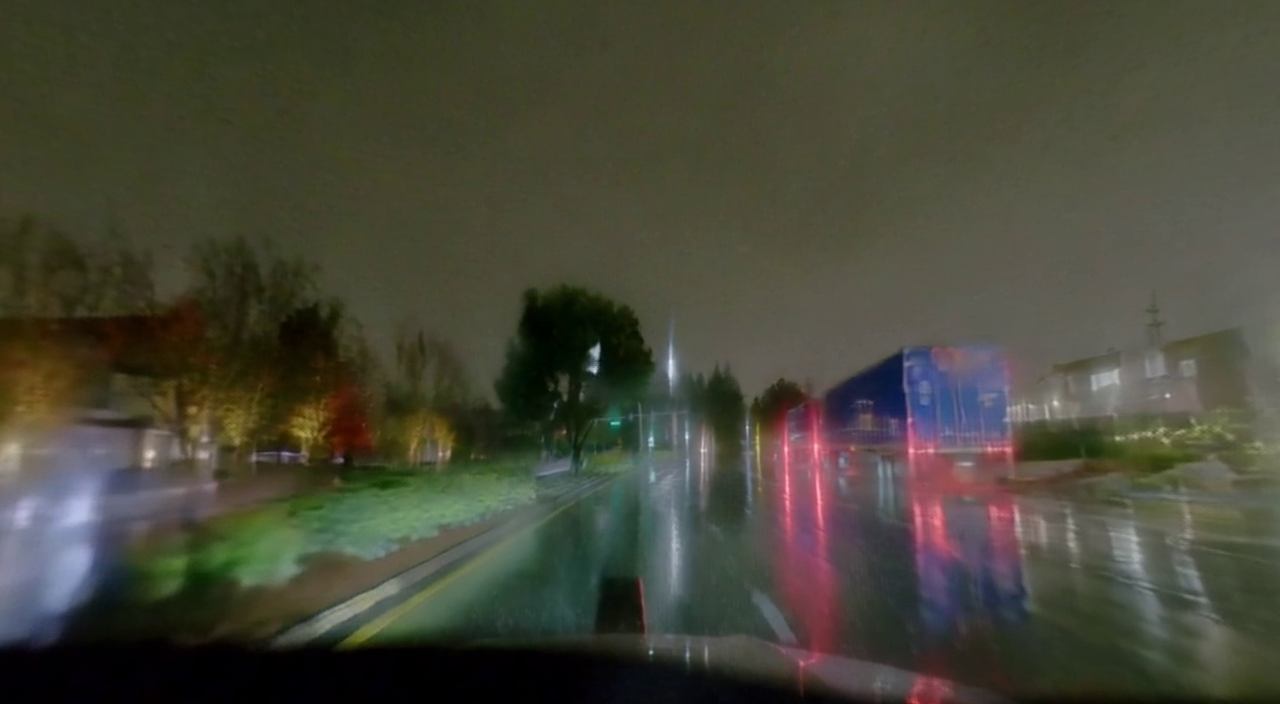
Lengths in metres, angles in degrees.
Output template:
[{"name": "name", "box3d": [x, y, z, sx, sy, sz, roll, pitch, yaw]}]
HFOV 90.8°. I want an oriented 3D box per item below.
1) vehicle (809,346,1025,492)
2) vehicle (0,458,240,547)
[{"name": "vehicle", "box3d": [10.753, 3.348, 28.096, 2.907, 4.439, 17.681, 0, -9, 4]}, {"name": "vehicle", "box3d": [-11.047, 3.078, 13.614, 1.907, 1.505, 4.354, 0, -9, 1]}]
